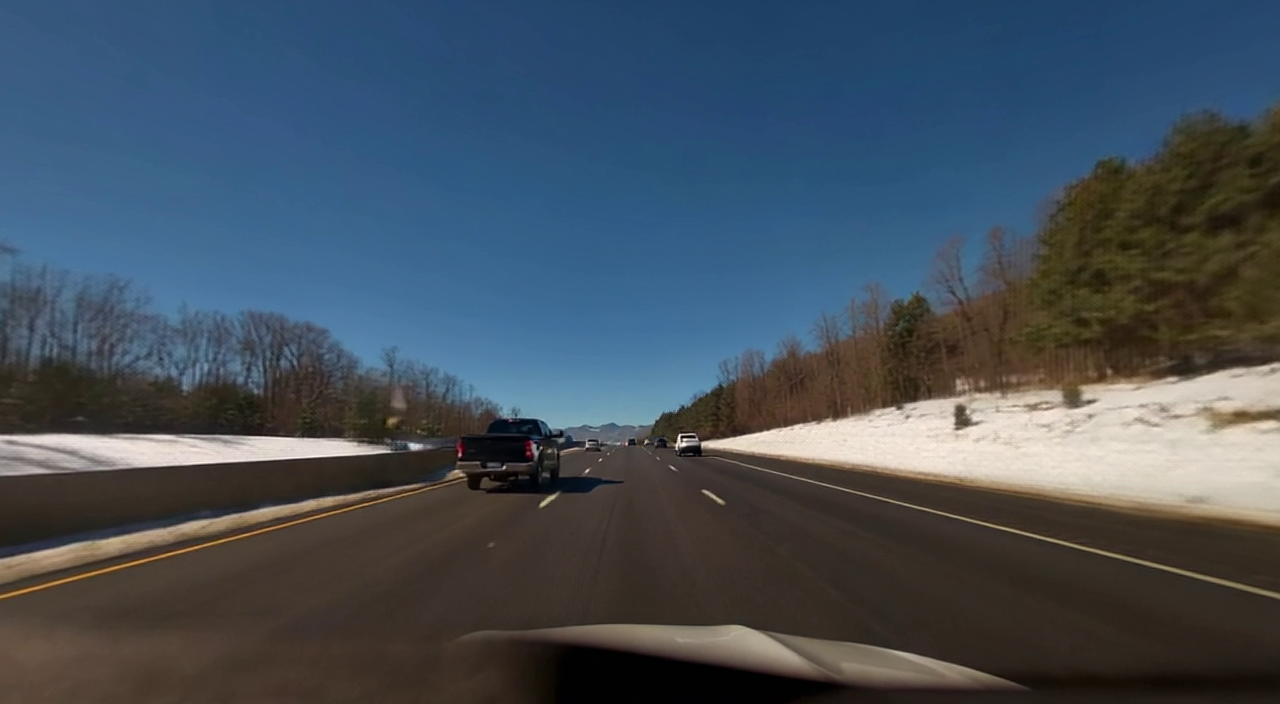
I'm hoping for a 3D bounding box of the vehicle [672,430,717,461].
[{"bbox_3d":[3.191,5.583,37.655,2.124,1.696,4.173,0,-8,-2],"label":"vehicle"}]

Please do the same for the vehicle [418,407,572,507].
[{"bbox_3d":[-2.846,2.196,13.631,2.185,1.772,4.656,0,-8,1],"label":"vehicle"}]
